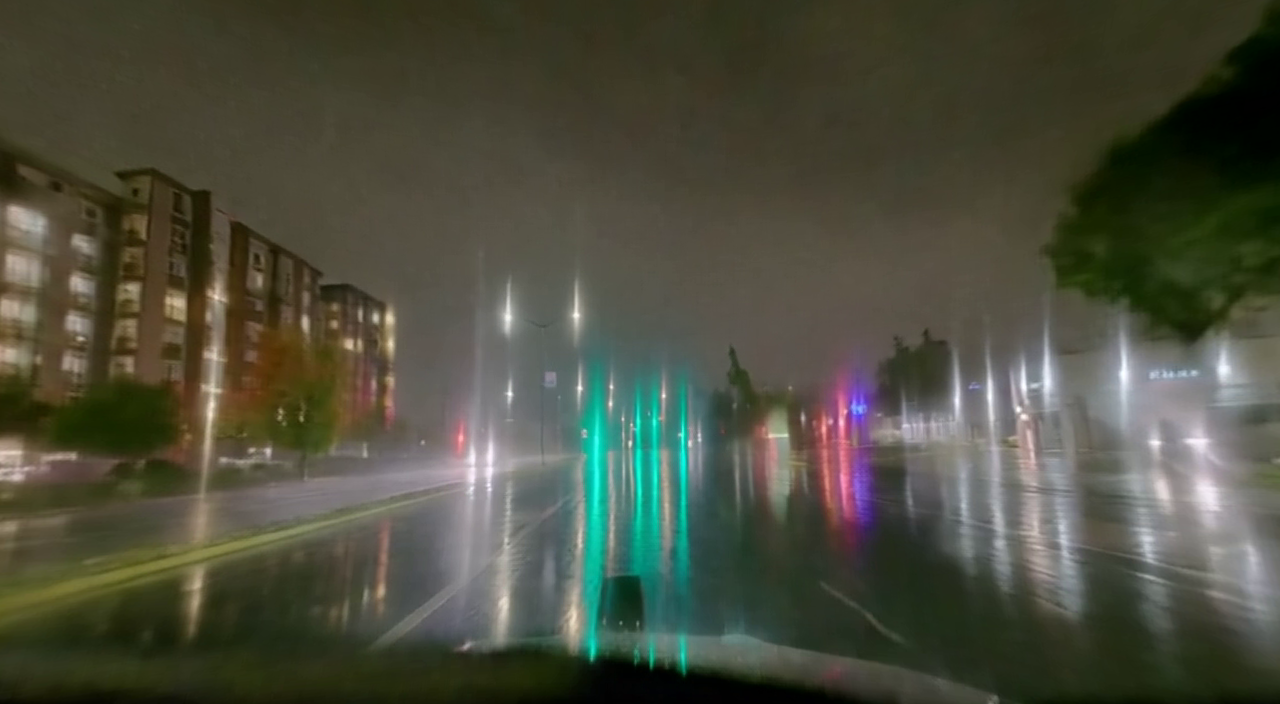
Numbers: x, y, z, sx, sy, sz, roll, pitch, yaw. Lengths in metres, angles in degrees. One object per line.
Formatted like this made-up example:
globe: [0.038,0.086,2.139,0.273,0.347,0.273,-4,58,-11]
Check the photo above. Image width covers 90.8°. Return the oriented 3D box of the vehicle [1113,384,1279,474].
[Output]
vehicle: [19.724,2.529,20.656,6.543,2.736,2.324,0,-9,-3]
